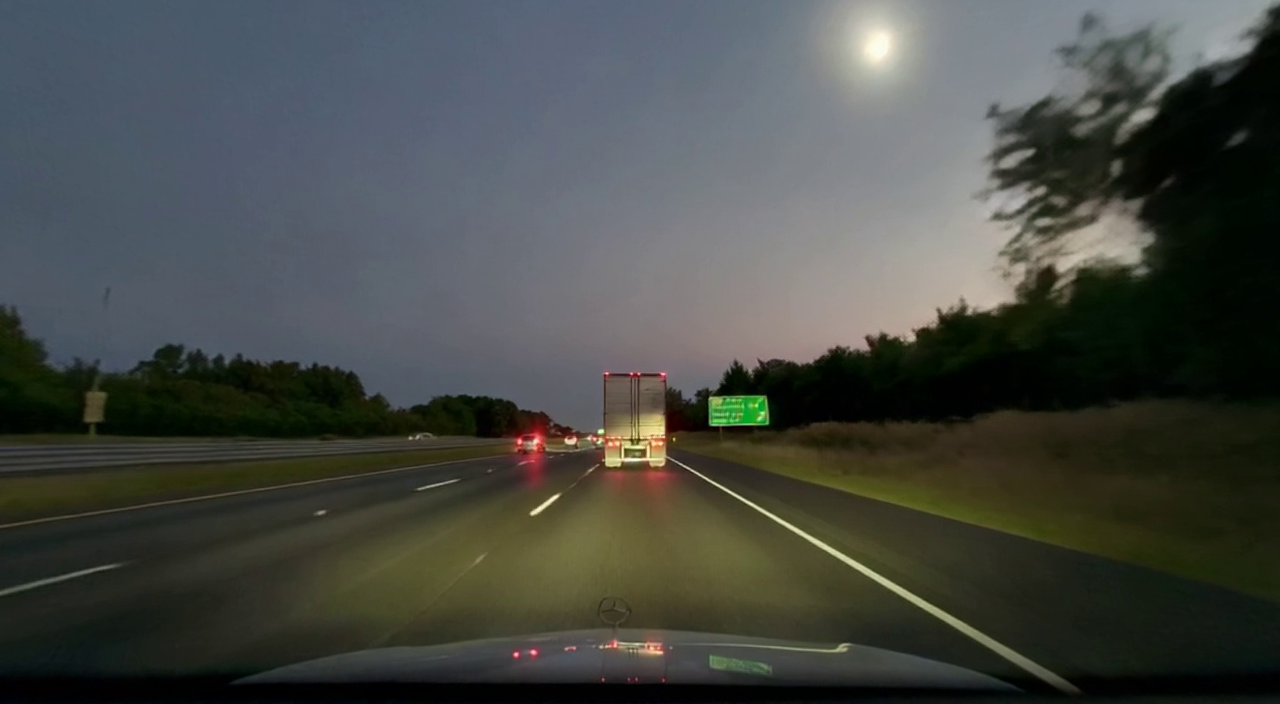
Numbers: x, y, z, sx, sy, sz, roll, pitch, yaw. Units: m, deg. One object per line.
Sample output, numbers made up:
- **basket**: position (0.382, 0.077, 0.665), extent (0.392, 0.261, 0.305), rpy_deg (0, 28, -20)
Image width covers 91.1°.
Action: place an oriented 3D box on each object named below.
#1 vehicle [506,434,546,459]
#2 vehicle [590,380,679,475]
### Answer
- **vehicle**: position (-7.109, 5.893, 39.550), extent (1.856, 1.479, 3.710), rpy_deg (0, -8, 0)
- **vehicle**: position (-0.292, 3.697, 30.210), extent (3.033, 3.223, 14.836), rpy_deg (4, -8, 0)
